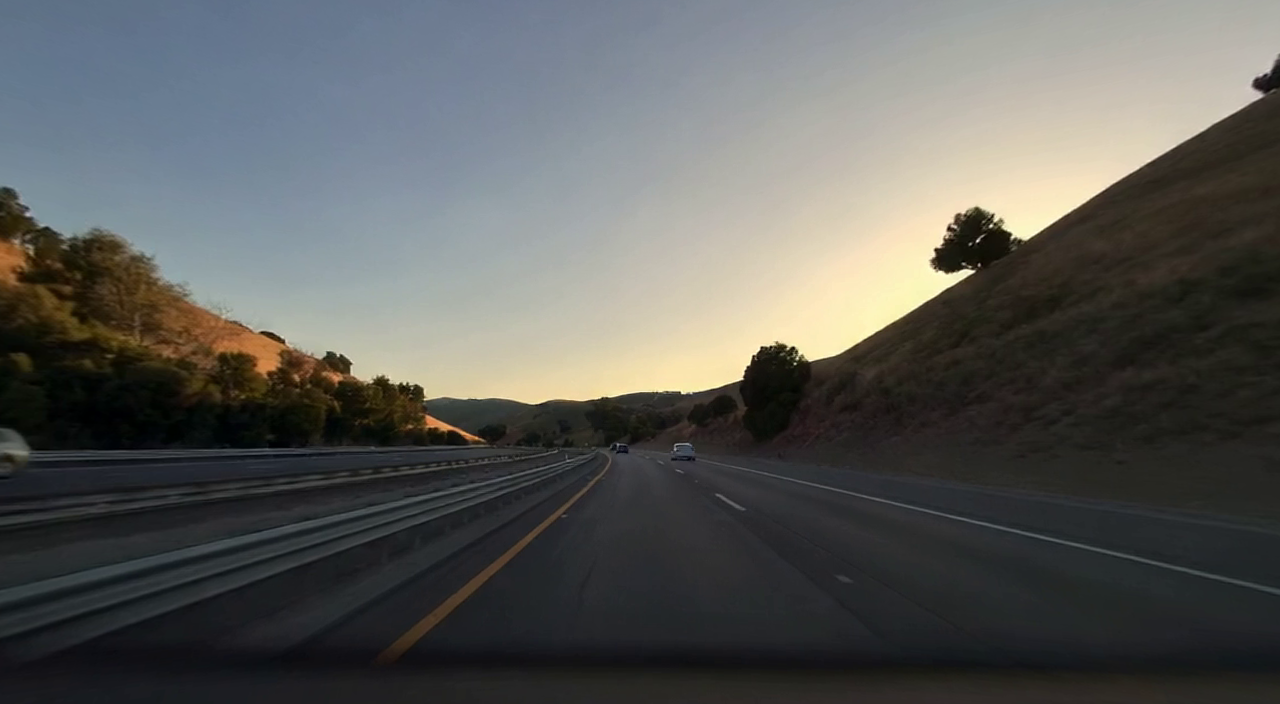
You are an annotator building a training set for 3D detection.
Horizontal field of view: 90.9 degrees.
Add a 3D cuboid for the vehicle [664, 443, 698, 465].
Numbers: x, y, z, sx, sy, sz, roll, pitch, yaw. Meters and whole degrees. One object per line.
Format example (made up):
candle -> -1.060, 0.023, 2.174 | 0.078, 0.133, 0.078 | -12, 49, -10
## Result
vehicle -> 2.998, 7.570, 47.143 | 1.960, 1.516, 4.657 | 0, -8, -3
